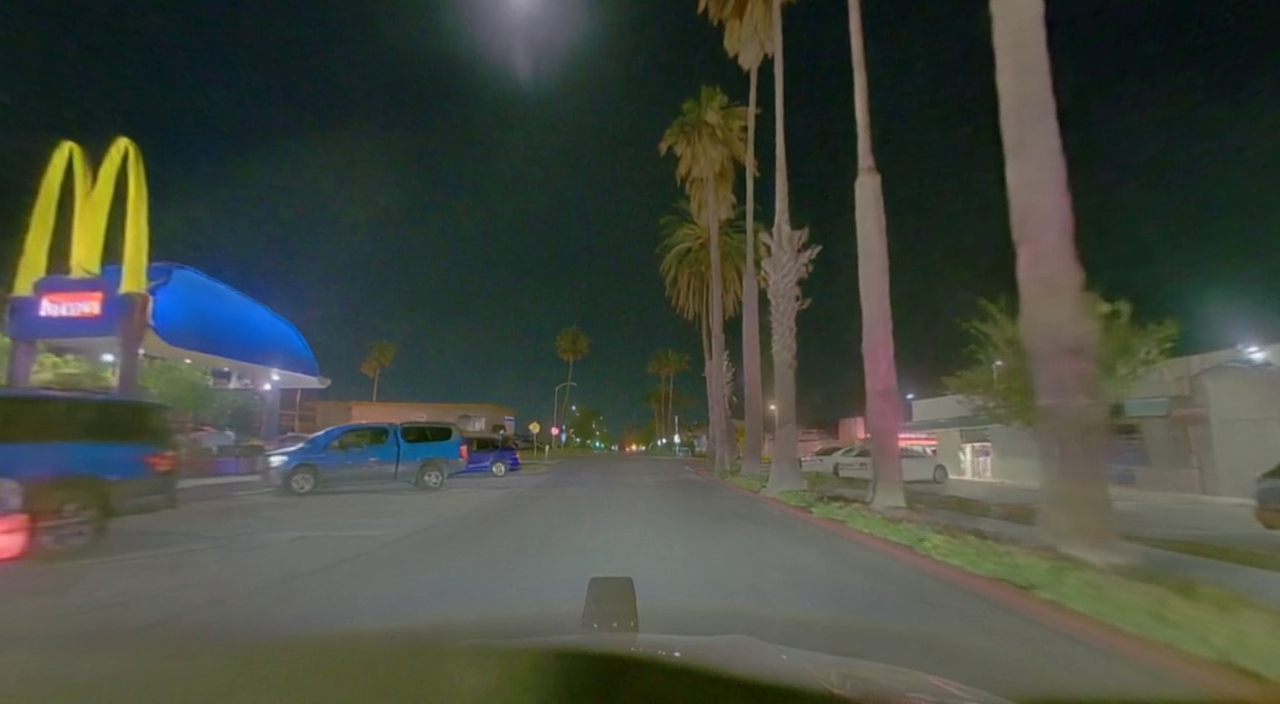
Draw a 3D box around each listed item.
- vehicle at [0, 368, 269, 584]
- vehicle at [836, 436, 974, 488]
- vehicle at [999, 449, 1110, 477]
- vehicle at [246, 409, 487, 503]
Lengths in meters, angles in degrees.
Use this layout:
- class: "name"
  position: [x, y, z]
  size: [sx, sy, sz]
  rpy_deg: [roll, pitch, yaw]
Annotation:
- class: "vehicle"
  position: [-6.441, 1.160, 6.107]
  size: [4.652, 1.834, 1.956]
  rpy_deg: [3, -9, -24]
- class: "vehicle"
  position: [9.833, 4.082, 23.444]
  size: [4.758, 1.759, 2.068]
  rpy_deg: [5, -11, -28]
- class: "vehicle"
  position: [24.911, 6.686, 38.210]
  size: [1.785, 1.539, 5.214]
  rpy_deg: [7, -11, -34]
- class: "vehicle"
  position: [-6.325, 2.408, 14.877]
  size: [4.787, 1.867, 2.092]
  rpy_deg: [6, -10, -34]
